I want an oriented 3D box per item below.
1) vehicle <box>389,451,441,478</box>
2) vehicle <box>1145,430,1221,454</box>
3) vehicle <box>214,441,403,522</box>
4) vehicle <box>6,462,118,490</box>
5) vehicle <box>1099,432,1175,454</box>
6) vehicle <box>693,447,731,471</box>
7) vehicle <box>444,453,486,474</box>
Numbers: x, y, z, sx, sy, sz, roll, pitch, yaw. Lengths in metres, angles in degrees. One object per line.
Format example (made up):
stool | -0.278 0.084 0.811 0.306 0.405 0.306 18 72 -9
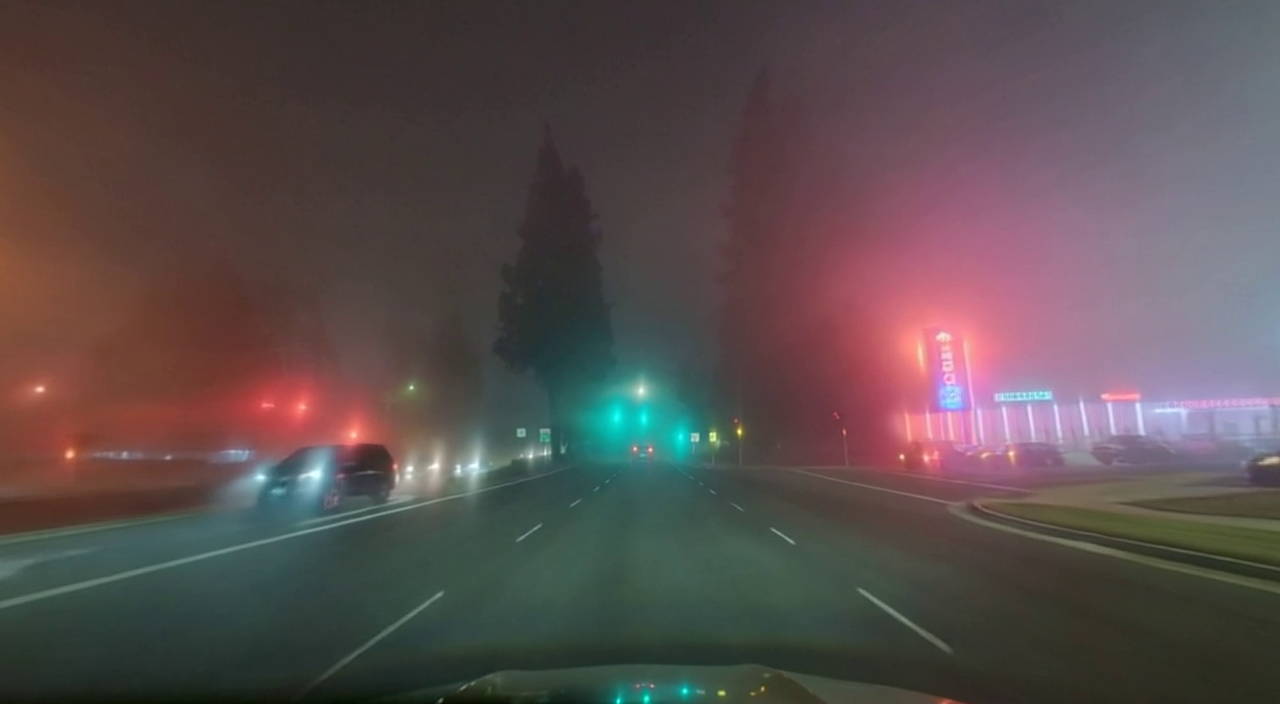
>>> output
vehicle | -16.744 8.340 47.189 2.072 1.862 4.948 0 -9 0
vehicle | 36.180 6.034 42.108 1.815 1.461 3.911 -1 -9 5
vehicle | -7.857 3.073 15.682 2.231 1.650 5.052 0 -9 -4
vehicle | -34.058 7.289 37.223 4.520 1.524 2.075 0 -9 1
vehicle | 33.784 6.230 42.992 1.753 1.399 4.538 -1 -9 5
vehicle | 4.614 6.928 41.133 1.913 1.463 4.198 0 -9 -1
vehicle | -13.257 8.494 48.103 1.847 1.424 4.521 0 -9 1
